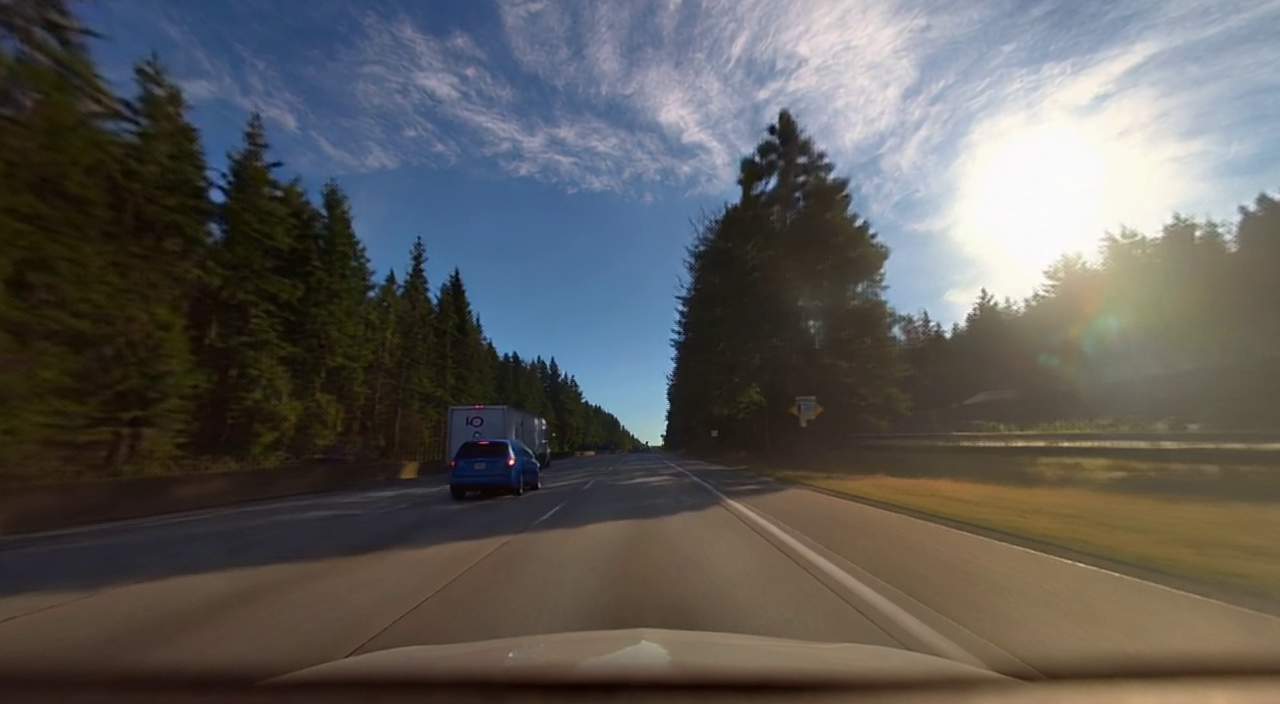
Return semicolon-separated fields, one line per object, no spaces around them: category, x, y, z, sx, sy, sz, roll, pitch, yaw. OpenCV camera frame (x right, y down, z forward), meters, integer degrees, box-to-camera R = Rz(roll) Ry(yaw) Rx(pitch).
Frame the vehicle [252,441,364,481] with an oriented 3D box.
vehicle;-13.724;4.509;26.363;2.115;1.526;4.674;0;-8;1

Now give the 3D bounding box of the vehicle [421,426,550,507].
vehicle;-3.726;2.849;16.123;2.084;1.752;4.479;0;-8;1
